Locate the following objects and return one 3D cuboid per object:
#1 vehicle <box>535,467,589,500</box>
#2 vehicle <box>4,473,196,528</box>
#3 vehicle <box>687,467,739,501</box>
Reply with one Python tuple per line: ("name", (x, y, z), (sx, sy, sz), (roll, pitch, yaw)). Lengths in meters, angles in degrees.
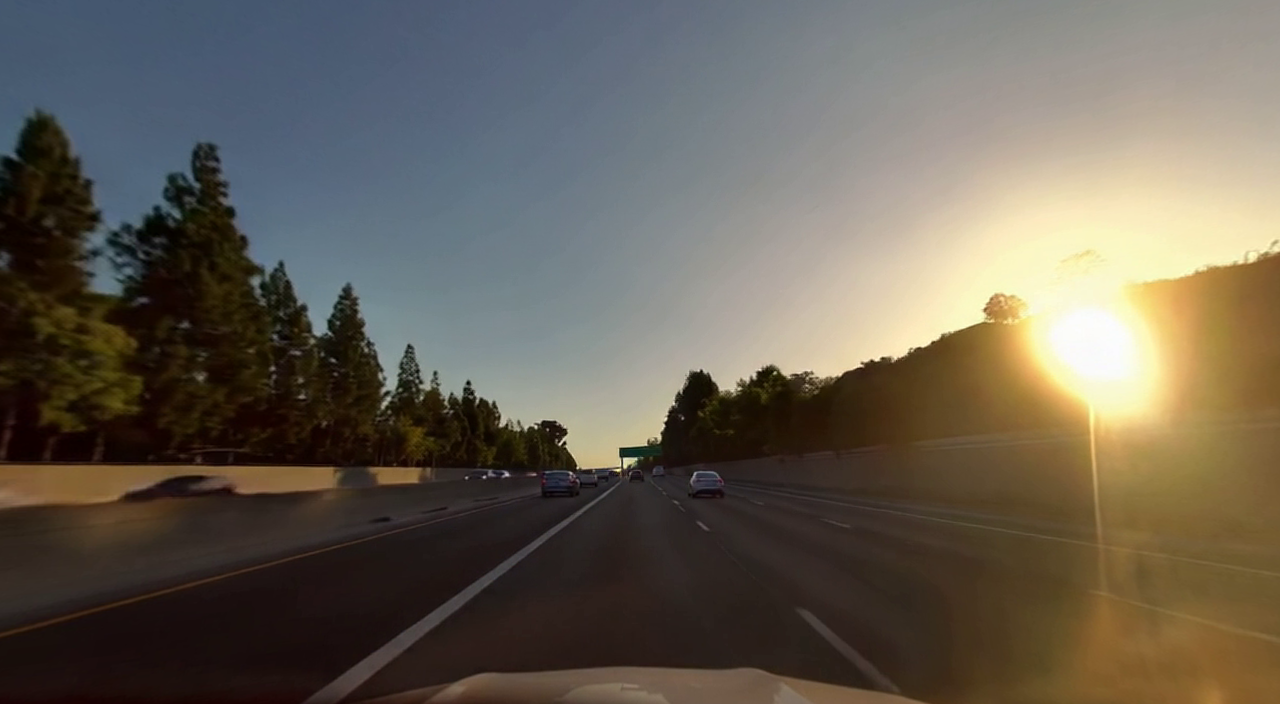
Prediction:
("vehicle", (-3.762, 6.451, 31.194), (2.004, 1.468, 4.812), (0, -11, 0))
("vehicle", (-16.176, 4.443, 19.289), (1.811, 1.427, 4.503), (0, -11, 1))
("vehicle", (3.521, 6.464, 31.010), (1.981, 1.516, 4.109), (1, -11, -1))
